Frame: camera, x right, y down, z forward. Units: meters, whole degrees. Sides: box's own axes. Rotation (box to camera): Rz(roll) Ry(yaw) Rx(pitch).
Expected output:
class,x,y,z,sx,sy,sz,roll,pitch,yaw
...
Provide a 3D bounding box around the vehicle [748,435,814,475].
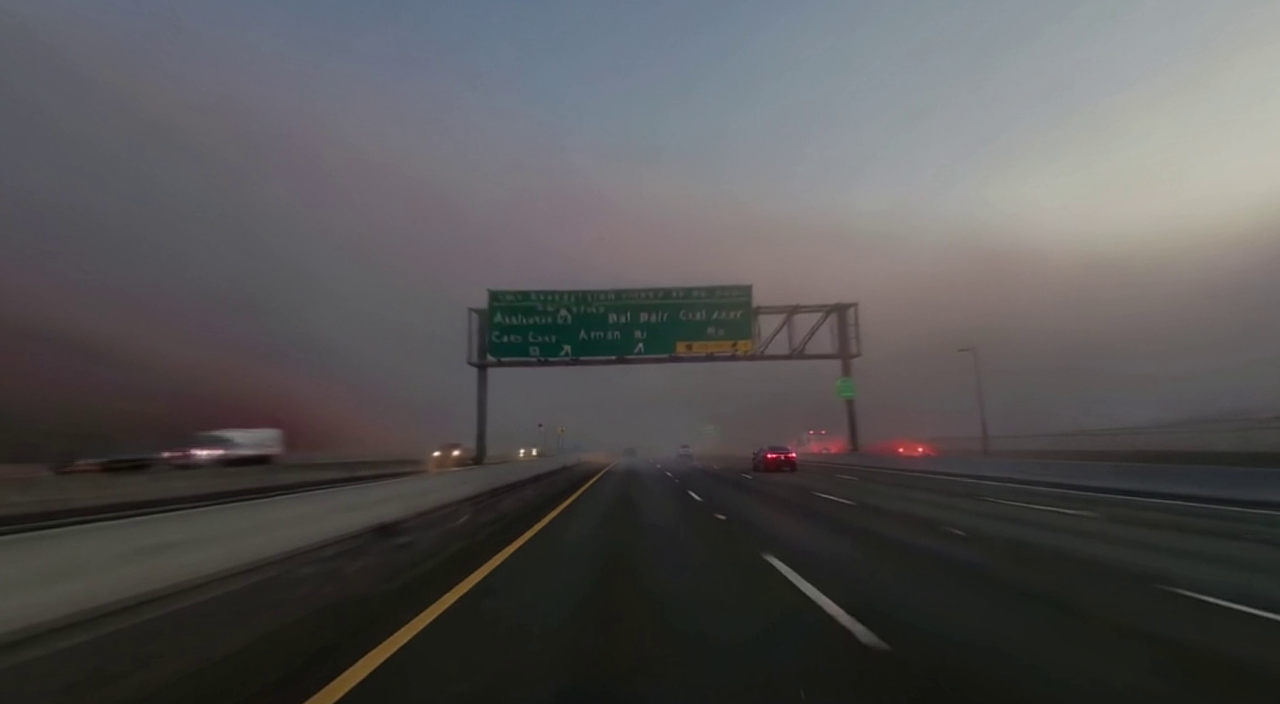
class,x,y,z,sx,sy,sz,roll,pitch,yaw
vehicle,6.472,4.813,29.586,2.030,1.706,4.279,0,-9,-1

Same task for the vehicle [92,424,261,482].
class,x,y,z,sx,sy,sz,roll,pitch,yaw
vehicle,-18.661,4.123,25.977,2.426,2.074,5.953,0,-9,0

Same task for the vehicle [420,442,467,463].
class,x,y,z,sx,sy,sz,roll,pitch,yaw
vehicle,-15.063,7.726,48.728,2.000,1.529,5.012,0,-9,0
